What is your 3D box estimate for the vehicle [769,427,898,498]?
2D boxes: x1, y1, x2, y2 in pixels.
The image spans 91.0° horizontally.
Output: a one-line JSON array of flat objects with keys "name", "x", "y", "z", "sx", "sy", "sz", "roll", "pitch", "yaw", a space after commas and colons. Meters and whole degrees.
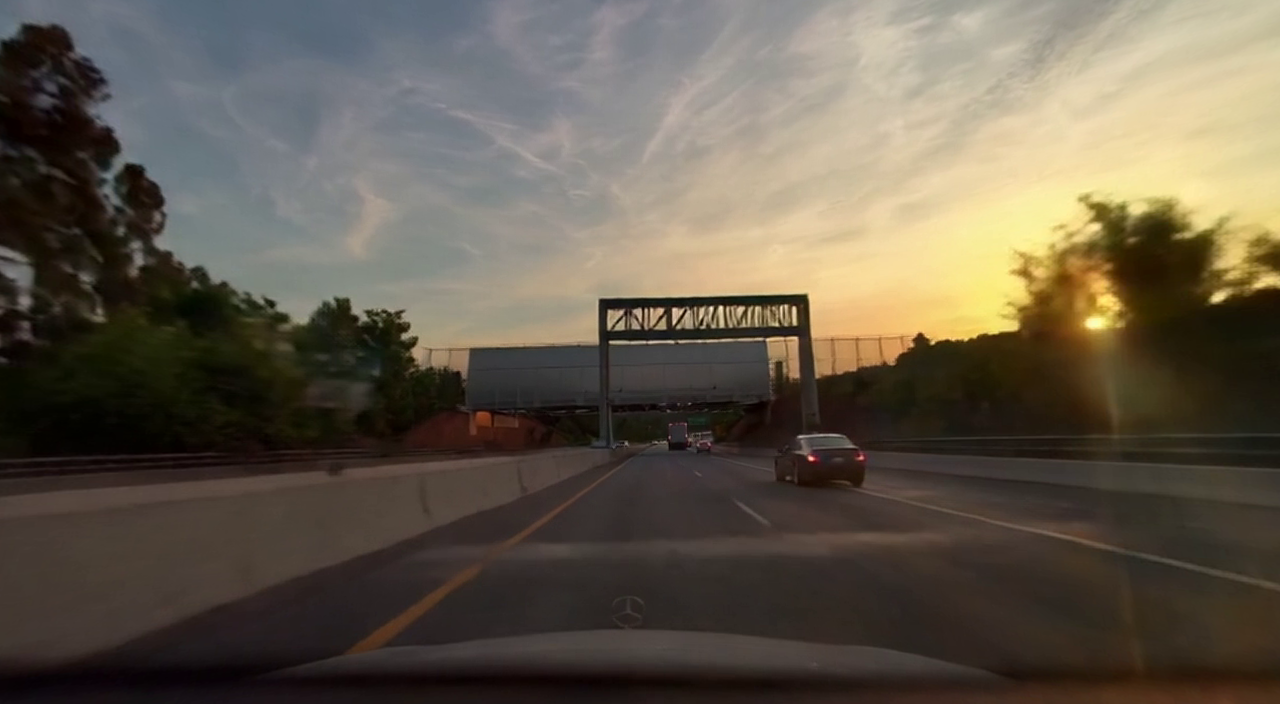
[{"name": "vehicle", "x": 4.744, "y": 2.761, "z": 16.123, "sx": 1.954, "sy": 1.550, "sz": 4.140, "roll": 0, "pitch": -8, "yaw": 0}]
